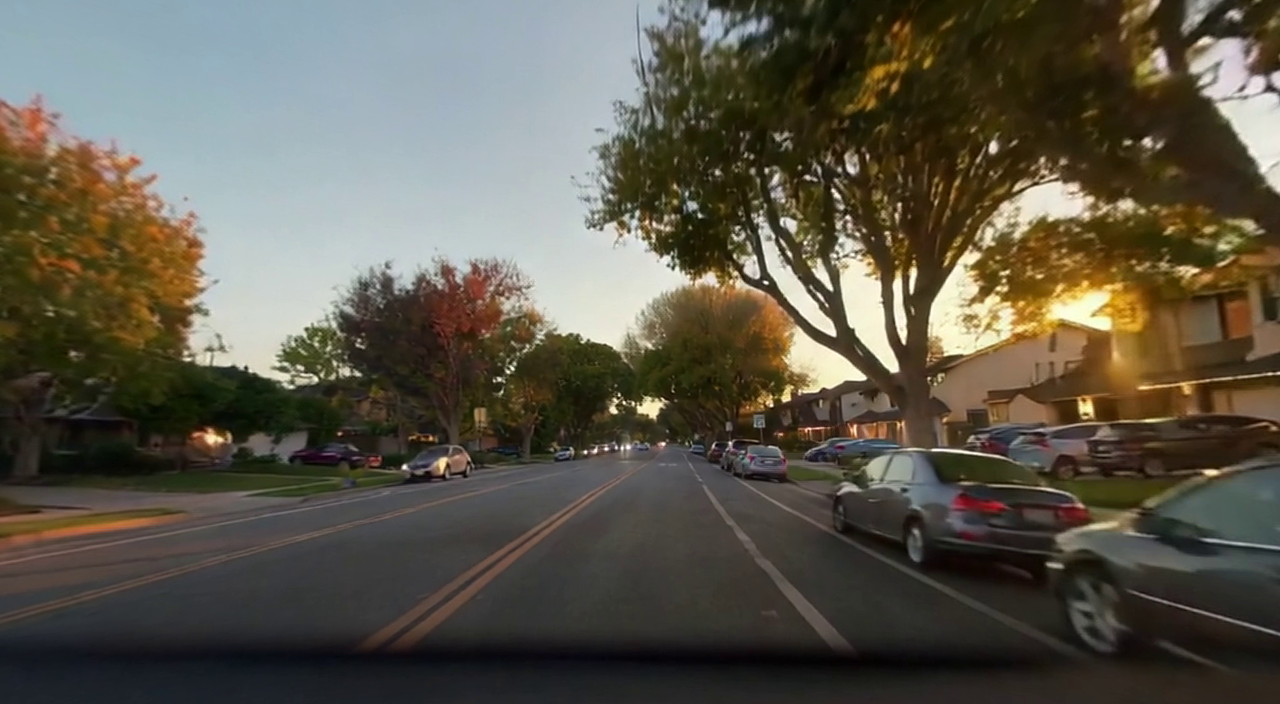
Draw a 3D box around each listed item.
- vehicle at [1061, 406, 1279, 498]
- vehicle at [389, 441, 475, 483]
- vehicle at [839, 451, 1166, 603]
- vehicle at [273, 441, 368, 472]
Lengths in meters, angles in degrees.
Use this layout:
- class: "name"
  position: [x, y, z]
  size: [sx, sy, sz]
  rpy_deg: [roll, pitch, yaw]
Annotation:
- class: "vehicle"
  position: [13.721, 2.450, 15.759]
  size: [4.704, 1.942, 2.207]
  rpy_deg: [-3, -9, 2]
- class: "vehicle"
  position: [-9.585, 5.146, 29.645]
  size: [2.093, 1.767, 5.120]
  rpy_deg: [-1, -9, 3]
- class: "vehicle"
  position: [4.225, 2.054, 8.401]
  size: [1.911, 1.395, 4.362]
  rpy_deg: [0, -8, 3]
- class: "vehicle"
  position: [-18.549, 6.054, 36.833]
  size: [4.509, 1.698, 1.890]
  rpy_deg: [0, -9, 4]
